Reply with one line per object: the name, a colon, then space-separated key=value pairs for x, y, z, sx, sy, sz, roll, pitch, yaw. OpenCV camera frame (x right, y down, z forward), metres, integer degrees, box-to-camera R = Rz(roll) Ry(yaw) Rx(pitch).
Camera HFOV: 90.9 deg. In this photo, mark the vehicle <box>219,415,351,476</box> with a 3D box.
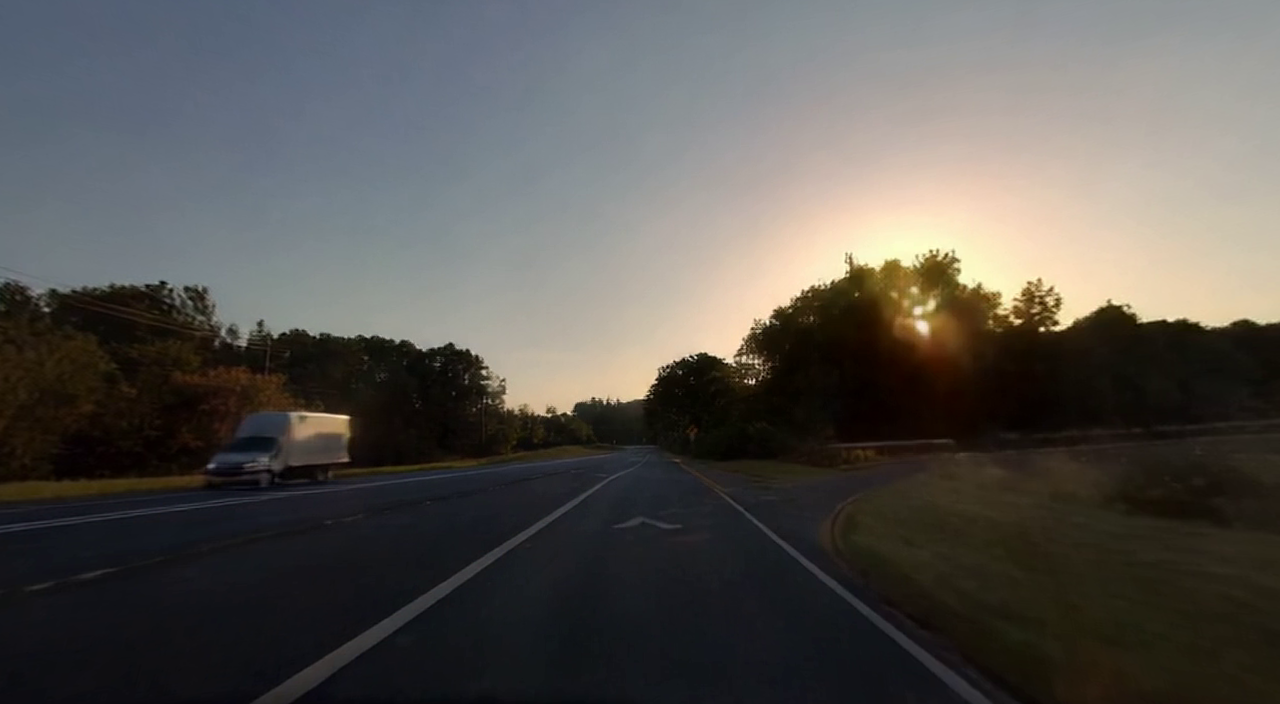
vehicle: x=-19.847 y=5.347 z=35.928 sx=2.826 sy=3.083 sz=7.520 roll=0 pitch=-9 yaw=2
